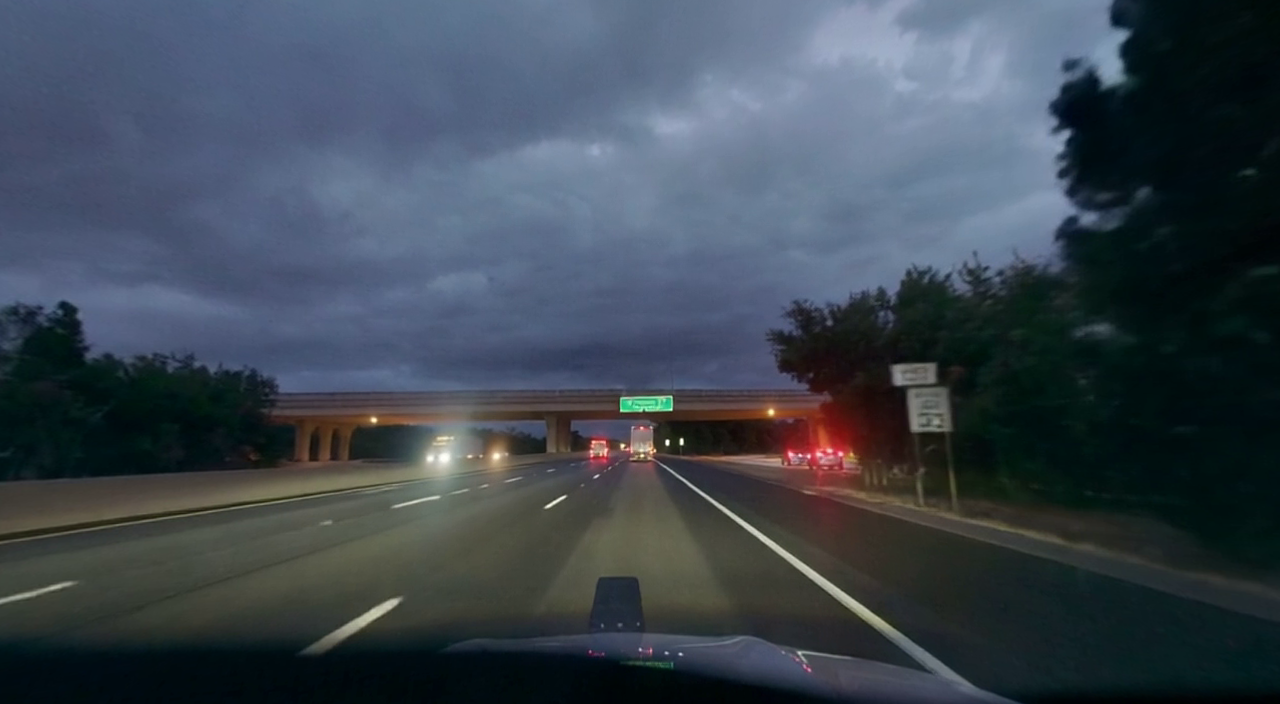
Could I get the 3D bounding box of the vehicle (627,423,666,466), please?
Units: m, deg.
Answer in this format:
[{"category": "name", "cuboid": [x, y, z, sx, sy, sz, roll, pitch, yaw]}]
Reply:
[{"category": "vehicle", "cuboid": [0.403, 7.284, 49.521, 2.790, 3.075, 7.414, 0, -9, -2]}]
